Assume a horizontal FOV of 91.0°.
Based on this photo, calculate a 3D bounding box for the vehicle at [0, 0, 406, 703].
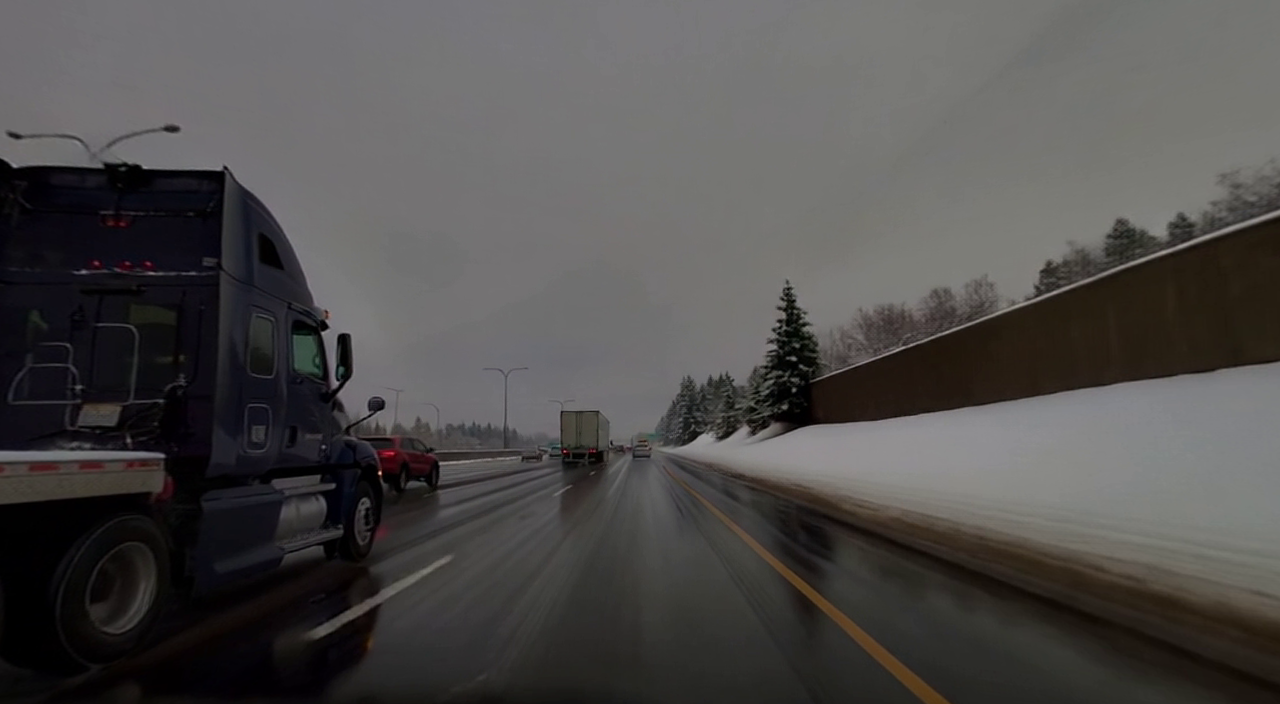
[{"bbox_3d":[-3.650,-0.058,0.740,3.025,3.266,9.256,0,-9,1],"label":"vehicle"}]

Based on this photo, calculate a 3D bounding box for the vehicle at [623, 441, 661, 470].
[{"bbox_3d":[0.134,6.143,37.574,2.178,1.640,4.071,0,-9,0],"label":"vehicle"}]

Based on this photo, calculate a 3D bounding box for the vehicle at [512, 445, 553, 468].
[{"bbox_3d":[-7.197,7.044,42.632,1.962,1.489,4.002,0,-9,2],"label":"vehicle"}]

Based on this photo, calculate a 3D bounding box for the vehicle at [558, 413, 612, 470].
[{"bbox_3d":[-3.520,6.072,42.437,2.956,3.331,9.575,0,-9,-1],"label":"vehicle"}]
